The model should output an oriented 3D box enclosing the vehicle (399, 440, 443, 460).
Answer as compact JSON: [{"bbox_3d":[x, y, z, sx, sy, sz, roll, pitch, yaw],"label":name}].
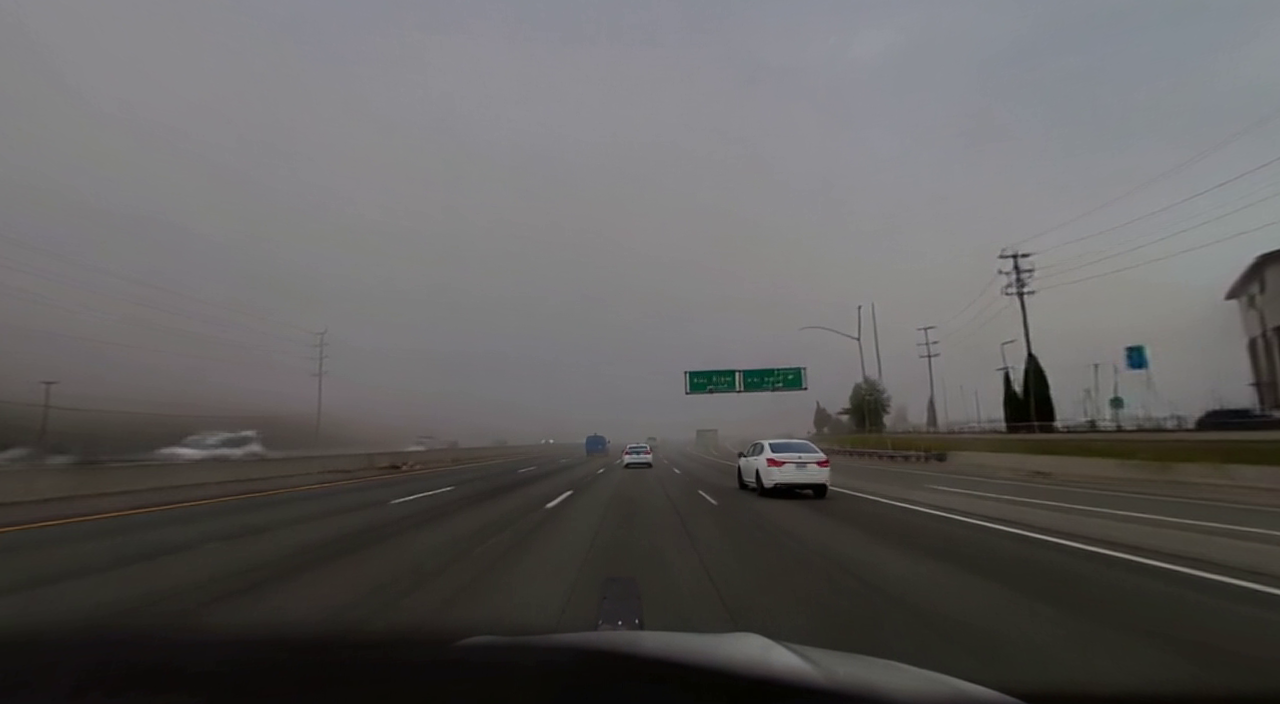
[{"bbox_3d":[-16.788,7.507,48.404,1.794,1.492,4.245,0,-8,0],"label":"vehicle"}]

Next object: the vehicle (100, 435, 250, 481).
[{"bbox_3d":[-16.666,3.814,22.933,2.015,1.513,4.497,0,-8,0],"label":"vehicle"}]

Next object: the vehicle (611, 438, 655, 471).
[{"bbox_3d":[-0.374,5.002,30.981,2.019,1.472,3.971,0,-8,-1],"label":"vehicle"}]

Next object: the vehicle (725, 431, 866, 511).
[{"bbox_3d":[3.325,2.634,14.510,1.995,1.533,4.463,0,-8,-2],"label":"vehicle"}]
